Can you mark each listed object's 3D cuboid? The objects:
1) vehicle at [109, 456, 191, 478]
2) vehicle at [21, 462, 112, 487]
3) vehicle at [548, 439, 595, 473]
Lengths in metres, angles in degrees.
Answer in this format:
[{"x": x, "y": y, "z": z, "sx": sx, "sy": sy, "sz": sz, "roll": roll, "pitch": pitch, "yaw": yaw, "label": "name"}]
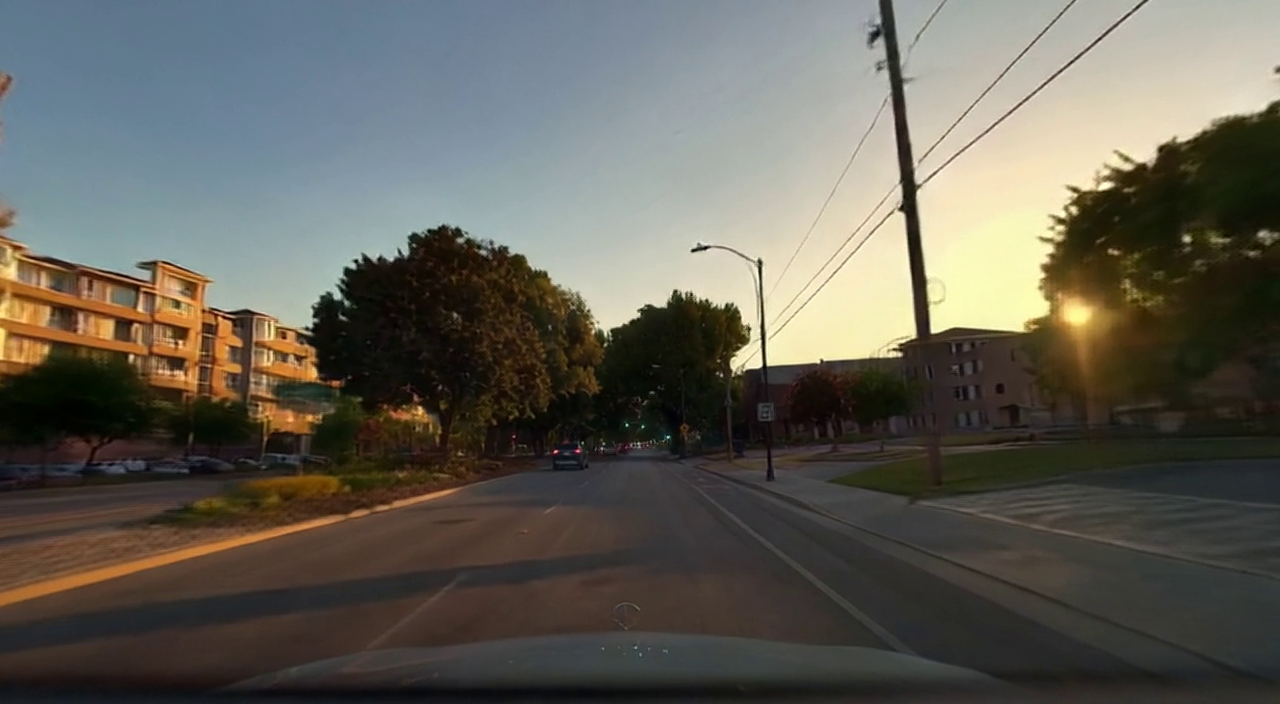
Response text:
[{"x": -37.089, "y": 8.698, "z": 47.878, "sx": 4.463, "sy": 1.545, "sz": 2.076, "roll": -1, "pitch": -9, "yaw": 2, "label": "vehicle"}, {"x": -36.880, "y": 7.863, "z": 40.682, "sx": 3.950, "sy": 1.513, "sz": 1.797, "roll": 0, "pitch": -9, "yaw": -5, "label": "vehicle"}, {"x": -3.621, "y": 5.585, "z": 34.130, "sx": 1.959, "sy": 1.741, "sz": 4.141, "roll": 0, "pitch": -8, "yaw": 1, "label": "vehicle"}]
